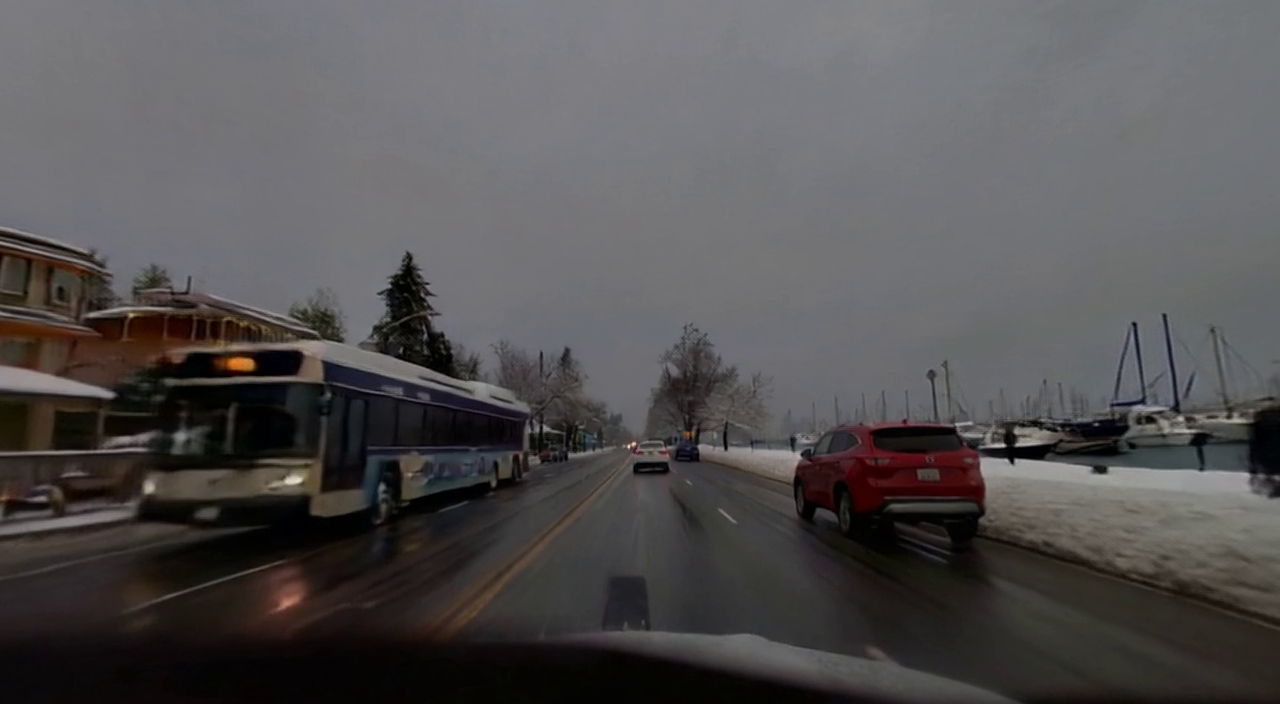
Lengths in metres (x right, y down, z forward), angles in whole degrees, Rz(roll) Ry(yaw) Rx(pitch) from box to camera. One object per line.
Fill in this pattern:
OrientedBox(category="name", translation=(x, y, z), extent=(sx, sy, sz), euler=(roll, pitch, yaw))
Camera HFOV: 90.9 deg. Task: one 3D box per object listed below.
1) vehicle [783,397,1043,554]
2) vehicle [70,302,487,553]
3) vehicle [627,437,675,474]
OrientedBox(category="vehicle", translation=(3.695, 1.764, 9.643), extent=(2.000, 1.809, 4.405), euler=(-1, -8, 0))
OrientedBox(category="vehicle", translation=(-6.271, 1.741, 13.851), extent=(3.102, 3.524, 9.830), euler=(-1, -8, 1))
OrientedBox(category="vehicle", translation=(0.472, 4.893, 30.094), extent=(2.132, 1.632, 3.838), euler=(0, -8, 0))
